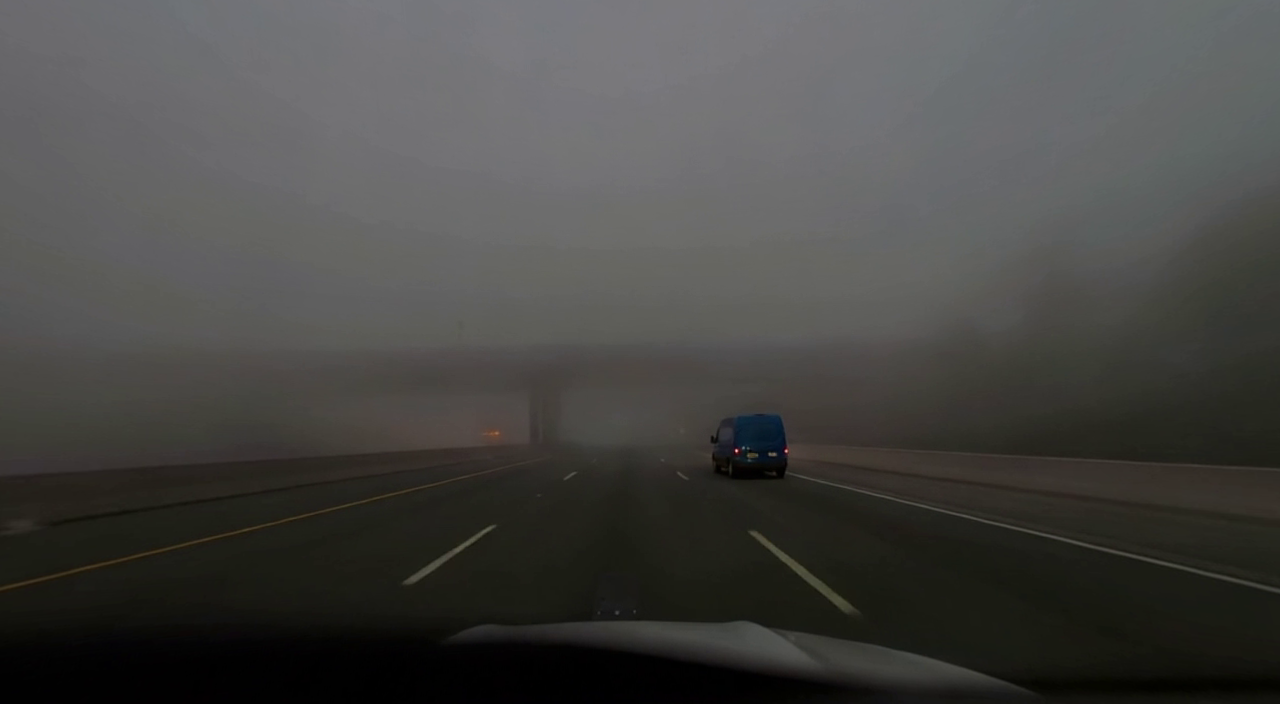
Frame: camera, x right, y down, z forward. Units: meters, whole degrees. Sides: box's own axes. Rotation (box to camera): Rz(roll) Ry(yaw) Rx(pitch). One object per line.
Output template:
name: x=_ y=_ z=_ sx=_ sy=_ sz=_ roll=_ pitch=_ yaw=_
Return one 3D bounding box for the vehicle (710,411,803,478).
vehicle: x=3.839 y=3.156 z=21.628 sx=2.161 sy=2.002 sz=4.631 roll=-1 pitch=-8 yaw=-2
